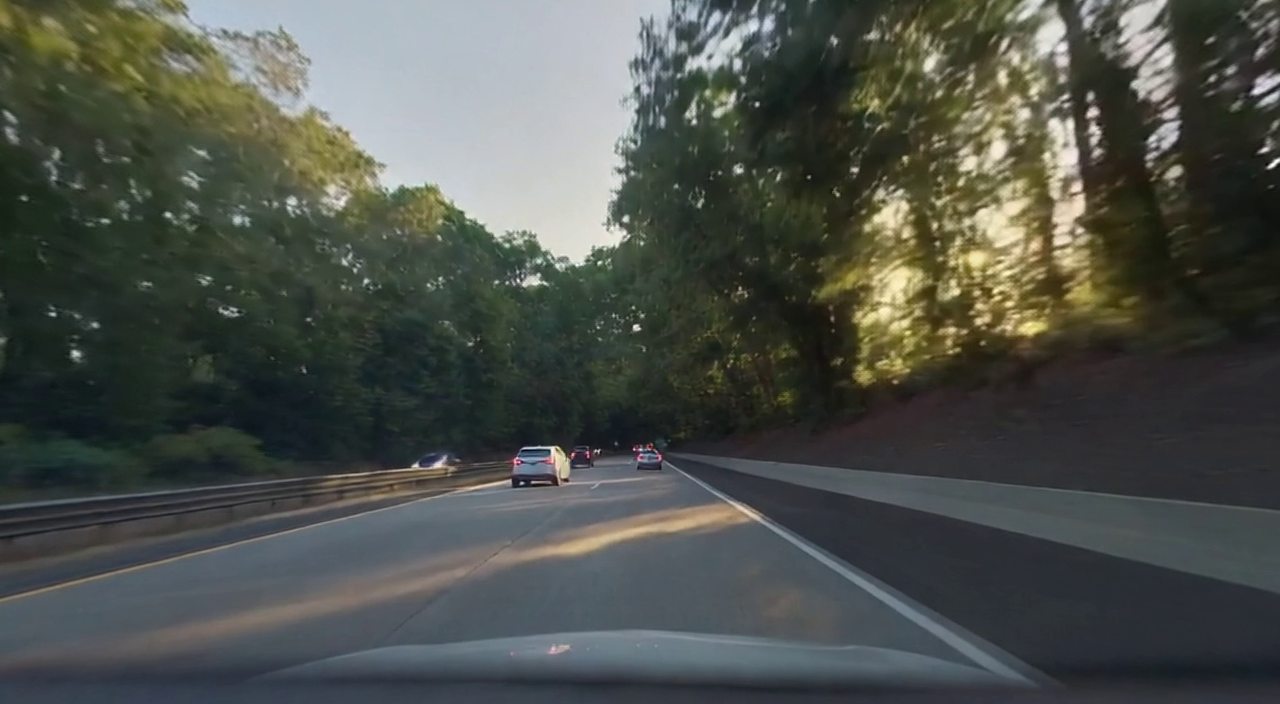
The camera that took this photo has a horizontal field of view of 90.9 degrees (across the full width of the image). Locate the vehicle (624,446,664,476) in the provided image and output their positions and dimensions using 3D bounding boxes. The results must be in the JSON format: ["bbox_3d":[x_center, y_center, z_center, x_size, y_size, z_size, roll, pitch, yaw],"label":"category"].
[{"bbox_3d":[0.205,5.778,33.608,2.001,1.490,3.914,0,-9,0],"label":"vehicle"}]

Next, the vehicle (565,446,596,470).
[{"bbox_3d":[-4.189,7.499,44.859,1.834,1.615,3.624,0,-9,1],"label":"vehicle"}]

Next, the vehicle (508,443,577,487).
[{"bbox_3d":[-3.616,4.266,24.018,1.978,1.538,3.755,0,-9,1],"label":"vehicle"}]

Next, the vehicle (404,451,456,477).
[{"bbox_3d":[-12.249,6.542,36.963,1.733,1.407,3.713,0,-9,0],"label":"vehicle"}]
